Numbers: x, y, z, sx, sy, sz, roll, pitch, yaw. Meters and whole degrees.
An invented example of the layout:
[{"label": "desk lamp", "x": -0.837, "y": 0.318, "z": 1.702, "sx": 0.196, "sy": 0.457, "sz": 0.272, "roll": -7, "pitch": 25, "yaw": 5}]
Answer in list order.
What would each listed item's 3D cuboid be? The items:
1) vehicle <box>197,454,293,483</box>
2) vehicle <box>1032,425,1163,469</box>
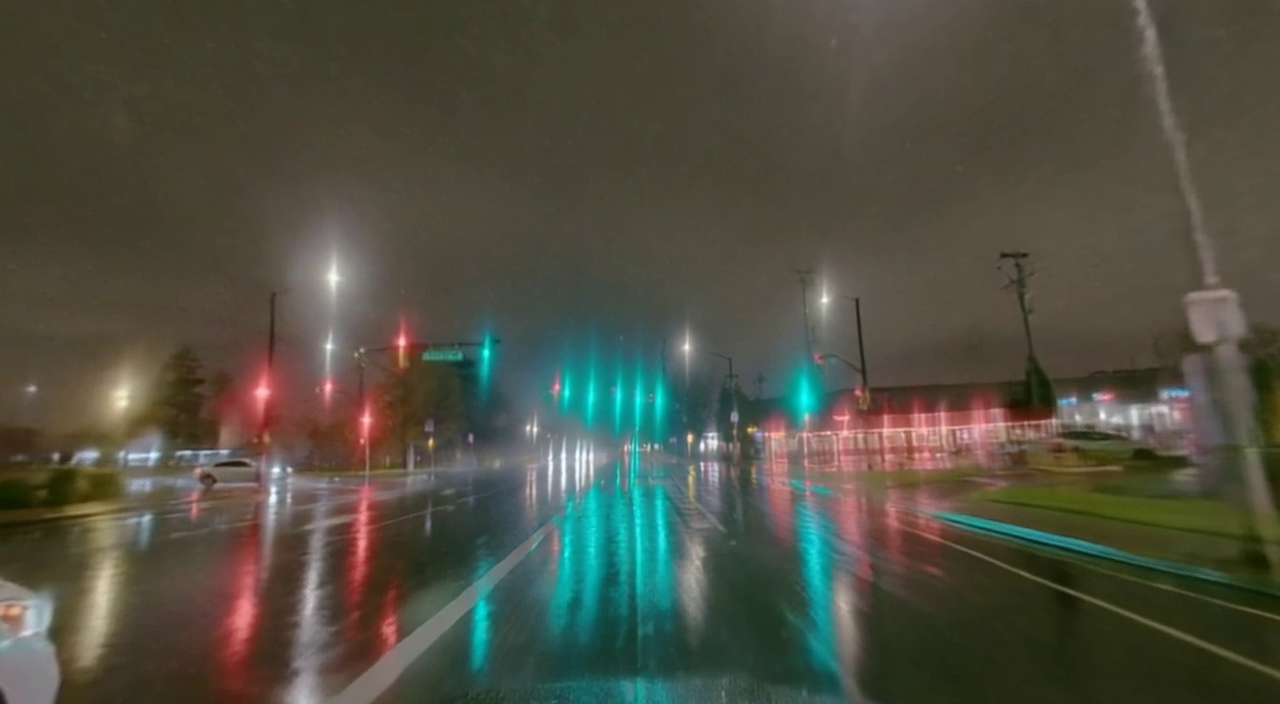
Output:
[{"label": "vehicle", "x": -25.134, "y": 7.416, "z": 40.321, "sx": 4.727, "sy": 1.719, "sz": 2.095, "roll": -1, "pitch": -9, "yaw": 2}, {"label": "vehicle", "x": 18.698, "y": 3.924, "z": 26.119, "sx": 1.879, "sy": 1.643, "sz": 4.484, "roll": 0, "pitch": -9, "yaw": -3}]
